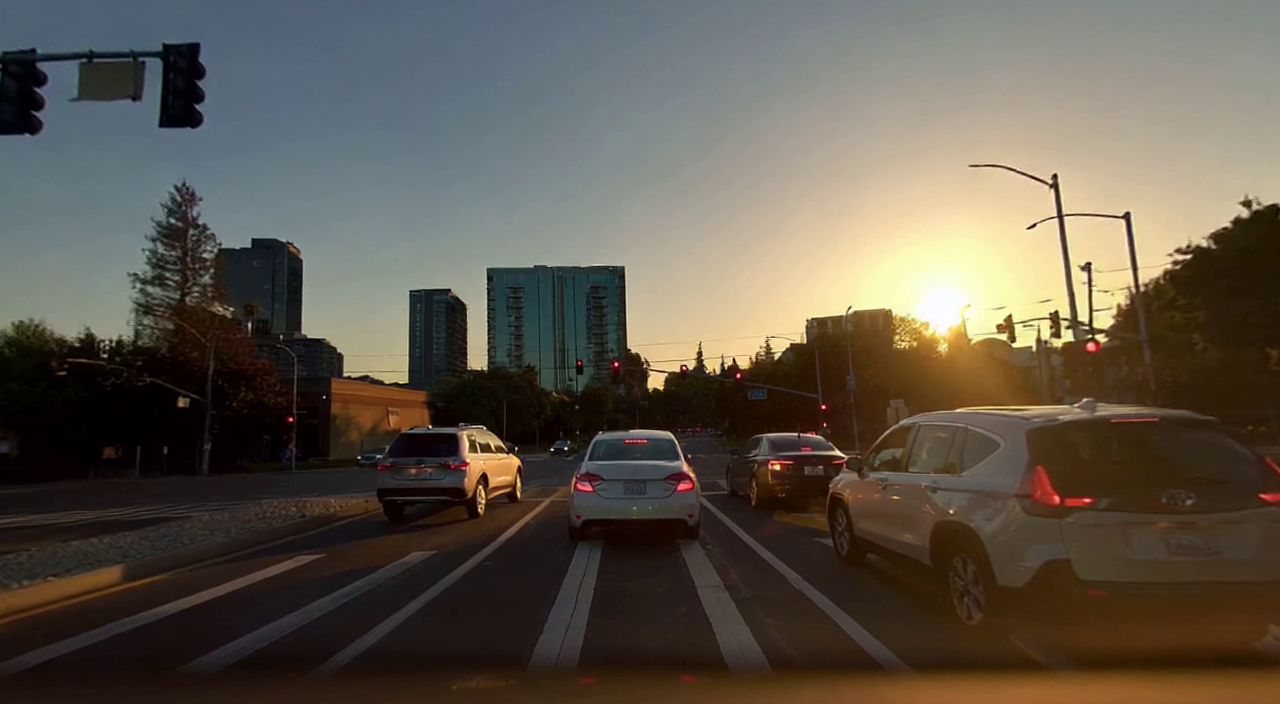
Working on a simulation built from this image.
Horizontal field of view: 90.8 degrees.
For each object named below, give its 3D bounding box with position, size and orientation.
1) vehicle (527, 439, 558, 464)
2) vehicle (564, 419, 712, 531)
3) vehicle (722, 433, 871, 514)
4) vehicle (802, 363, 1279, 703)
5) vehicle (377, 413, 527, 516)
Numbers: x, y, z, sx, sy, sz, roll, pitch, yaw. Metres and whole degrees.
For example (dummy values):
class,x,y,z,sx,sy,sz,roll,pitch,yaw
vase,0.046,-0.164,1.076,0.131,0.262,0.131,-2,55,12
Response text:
class,x,y,z,sx,sy,sz,roll,pitch,yaw
vehicle,-6.919,7.102,45.283,2.037,1.705,4.677,1,-9,-7
vehicle,-0.080,2.128,11.436,2.188,1.637,4.027,0,-8,-1
vehicle,3.153,2.557,13.794,2.001,1.463,4.398,0,-8,-2
vehicle,3.022,1.218,5.283,2.103,1.701,4.294,0,-8,-1
vehicle,-3.774,2.349,13.628,2.021,1.837,4.448,0,-8,-2
